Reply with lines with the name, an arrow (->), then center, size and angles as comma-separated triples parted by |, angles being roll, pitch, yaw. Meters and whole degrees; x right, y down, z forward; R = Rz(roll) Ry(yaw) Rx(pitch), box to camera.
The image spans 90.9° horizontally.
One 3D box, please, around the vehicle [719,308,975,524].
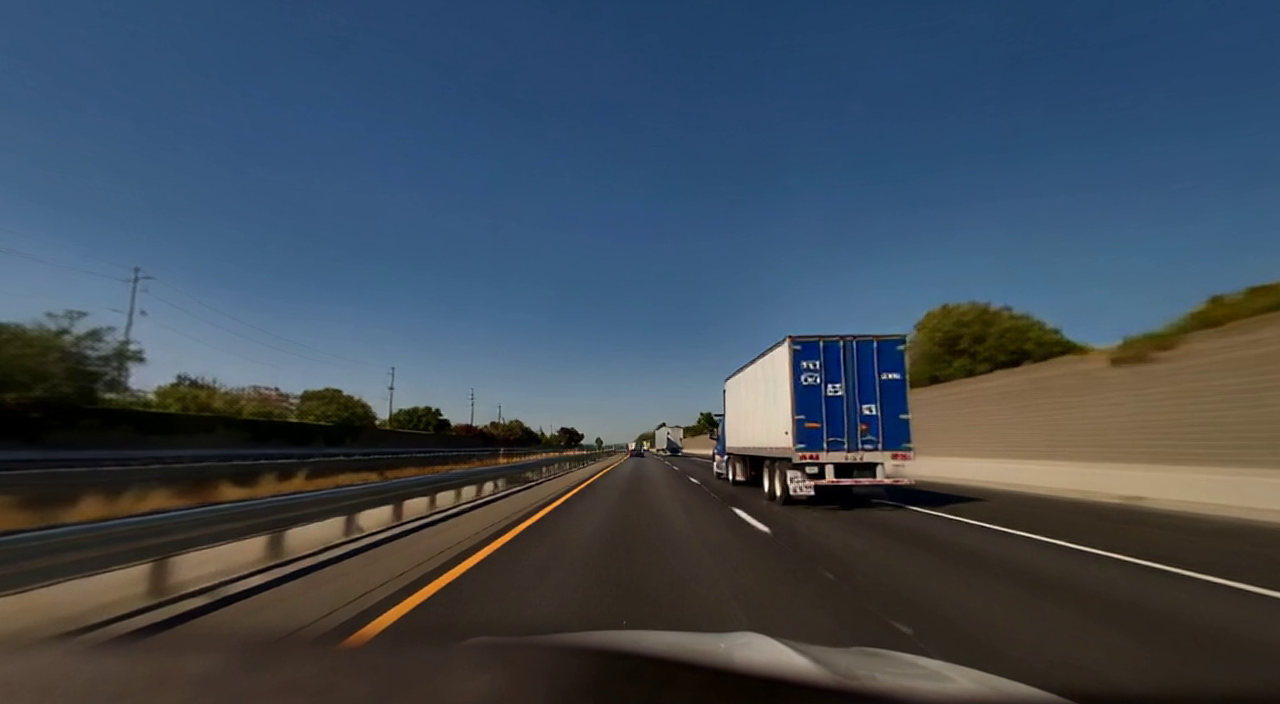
vehicle -> 4.173, 1.850, 15.999 | 3.107, 3.718, 10.231 | 0, -9, 1
